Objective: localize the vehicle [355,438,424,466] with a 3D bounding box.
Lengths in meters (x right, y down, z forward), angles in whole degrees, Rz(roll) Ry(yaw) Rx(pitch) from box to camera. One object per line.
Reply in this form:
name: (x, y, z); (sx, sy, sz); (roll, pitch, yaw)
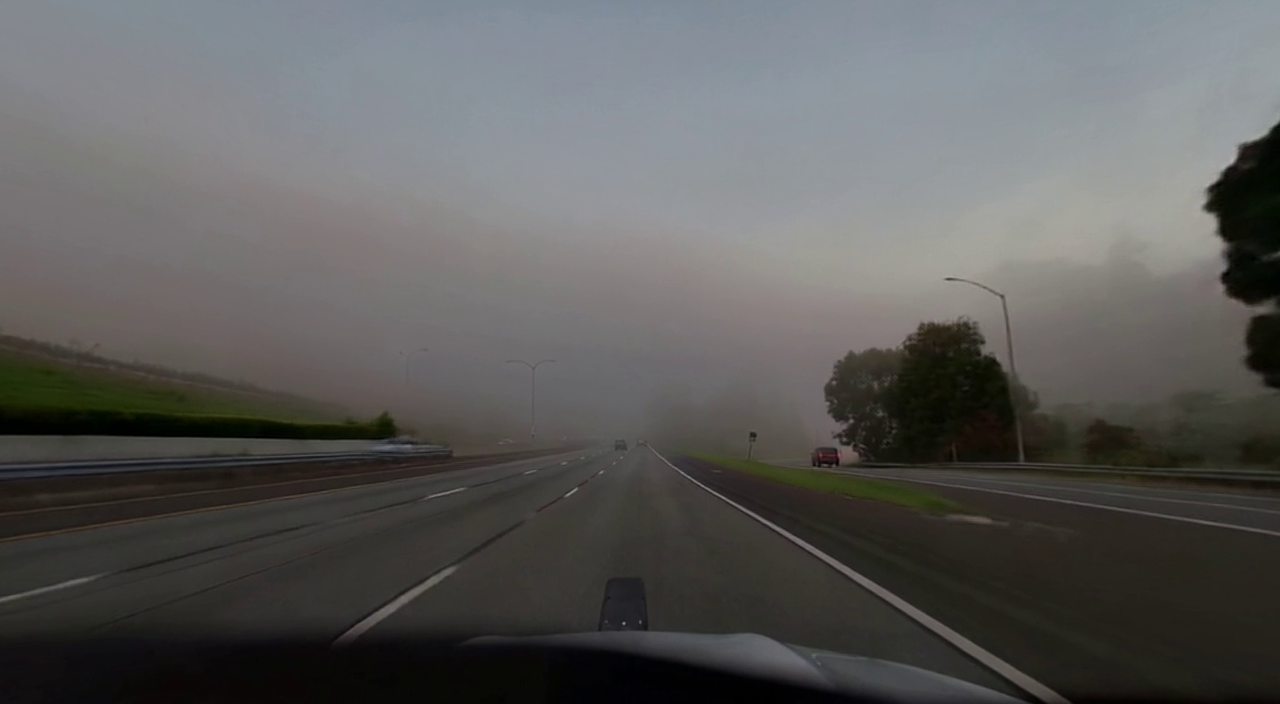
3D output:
vehicle: (-16.741, 6.728, 42.511); (2.236, 1.754, 5.703); (0, -9, 1)
